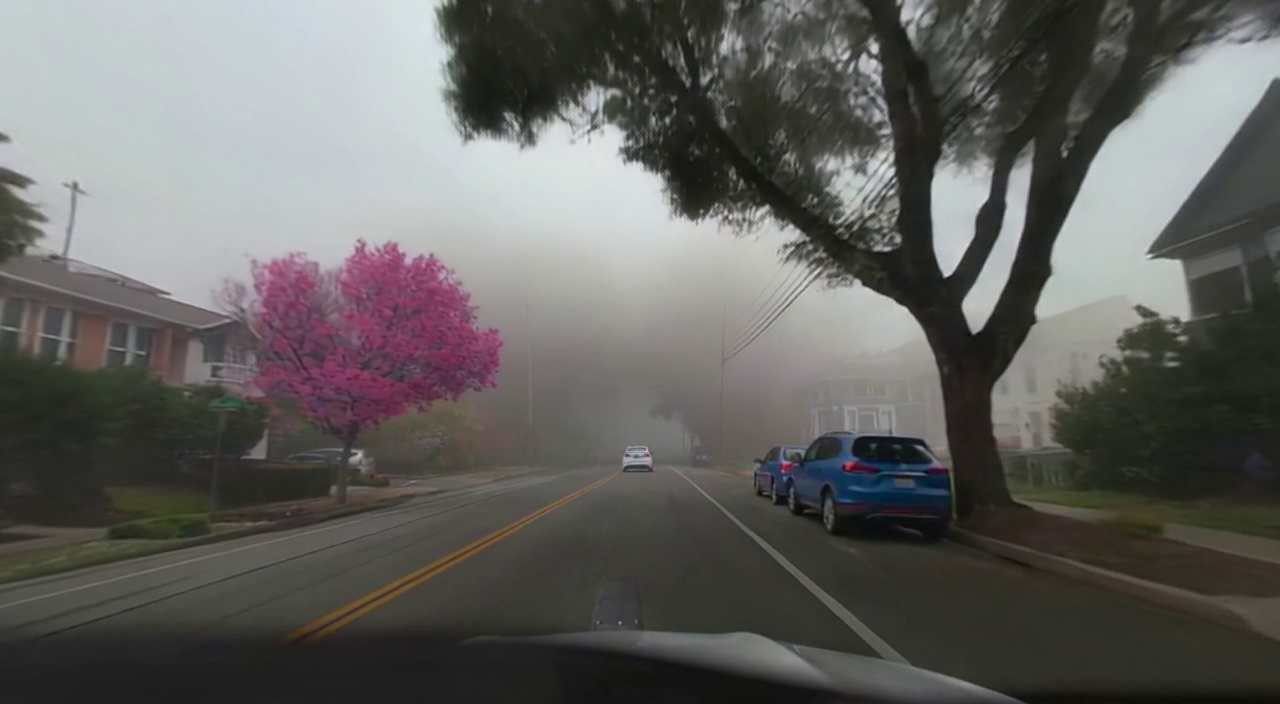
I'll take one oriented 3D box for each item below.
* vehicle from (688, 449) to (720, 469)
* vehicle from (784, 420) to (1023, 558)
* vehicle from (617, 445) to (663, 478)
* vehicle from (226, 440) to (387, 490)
[{"bbox_3d":[4.971,8.411,49.637,1.977,1.481,5.155,0,-9,0],"label":"vehicle"},{"bbox_3d":[4.139,2.231,11.079,2.100,1.830,5.040,0,-9,1],"label":"vehicle"},{"bbox_3d":[0.031,5.315,30.929,2.104,1.500,3.815,0,-9,1],"label":"vehicle"},{"bbox_3d":[-15.422,5.301,29.414,6.278,1.911,2.173,-3,-10,-1],"label":"vehicle"}]
